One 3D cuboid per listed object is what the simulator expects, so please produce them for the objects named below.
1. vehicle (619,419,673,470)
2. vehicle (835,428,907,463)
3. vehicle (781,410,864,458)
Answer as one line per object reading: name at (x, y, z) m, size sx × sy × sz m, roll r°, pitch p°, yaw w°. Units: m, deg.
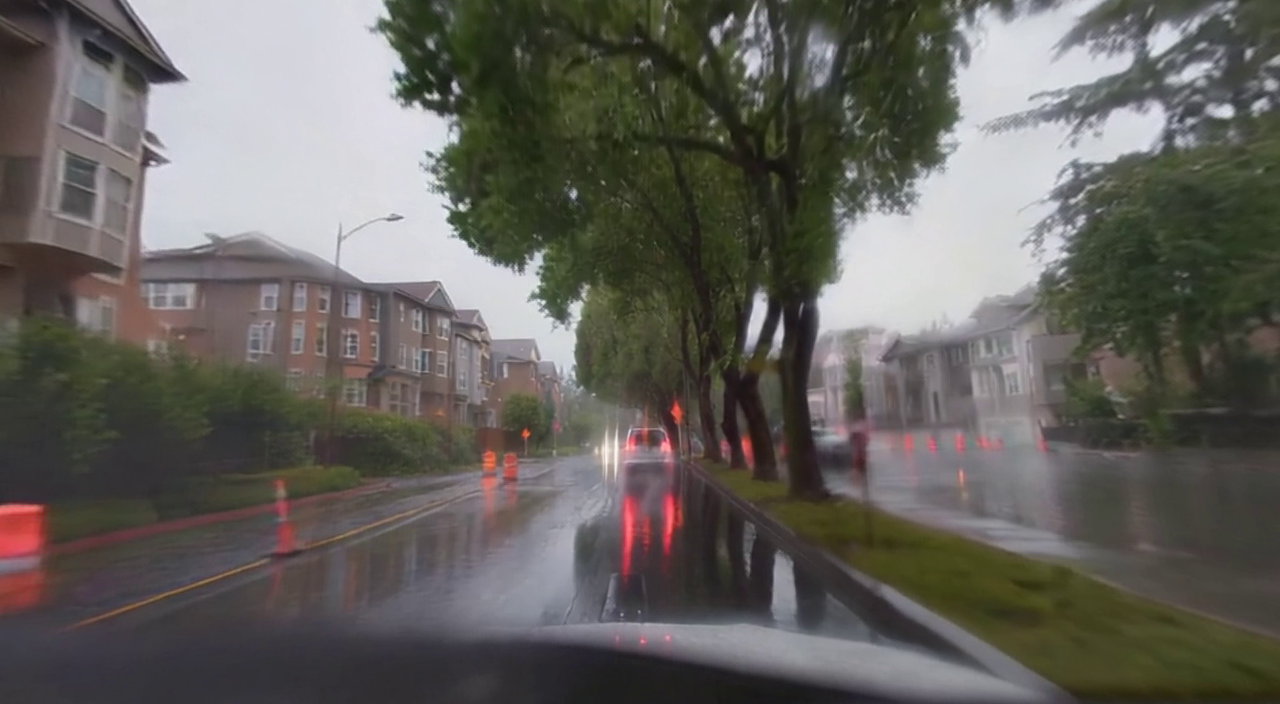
vehicle at (0.163, 4.107, 28.144) m, size 2.169 × 2.015 × 5.206 m, roll 0°, pitch -8°, yaw -2°
vehicle at (10.657, 4.338, 29.353) m, size 1.698 × 1.548 × 2.969 m, roll 3°, pitch -8°, yaw -14°
vehicle at (9.700, 4.560, 34.342) m, size 2.253 × 2.306 × 6.753 m, roll 0°, pitch -9°, yaw -2°
